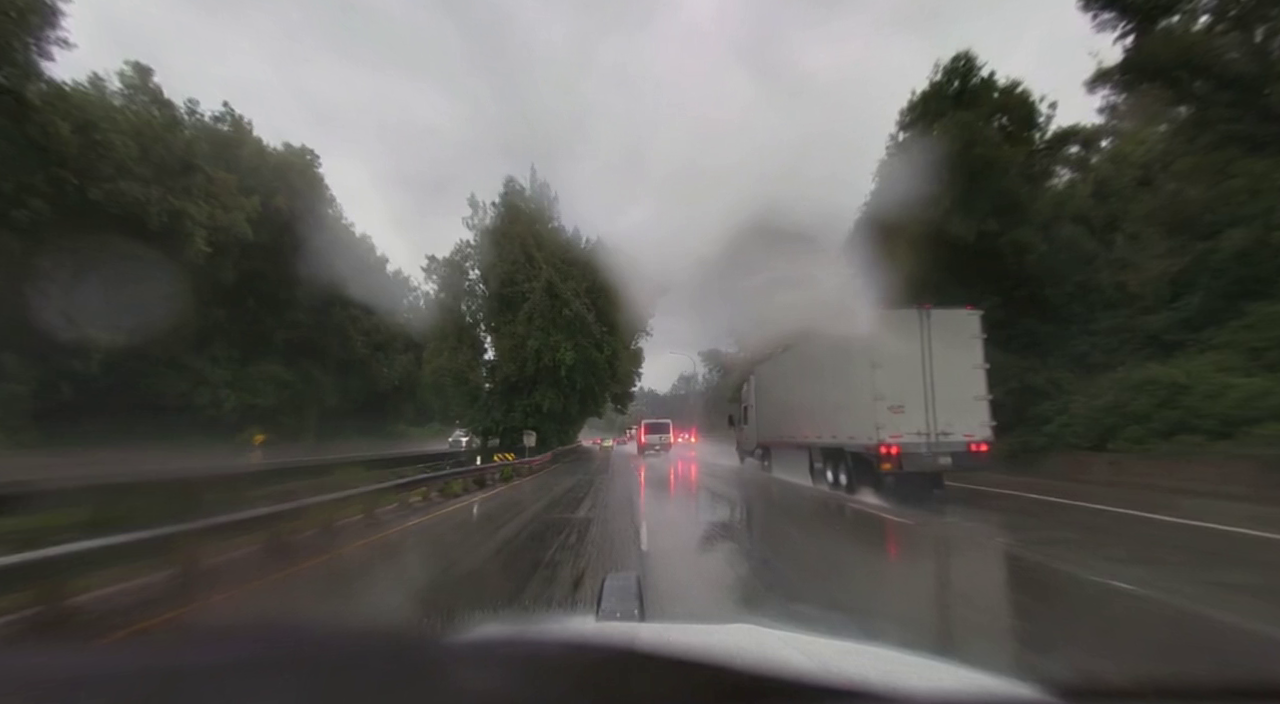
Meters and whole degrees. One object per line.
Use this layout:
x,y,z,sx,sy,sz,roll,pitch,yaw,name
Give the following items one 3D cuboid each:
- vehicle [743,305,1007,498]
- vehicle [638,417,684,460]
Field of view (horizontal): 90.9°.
6.020,1.932,20.207,2.904,4.054,14.017,0,-8,-1,vehicle
1.223,5.468,39.982,2.436,2.521,5.409,0,-8,-3,vehicle
